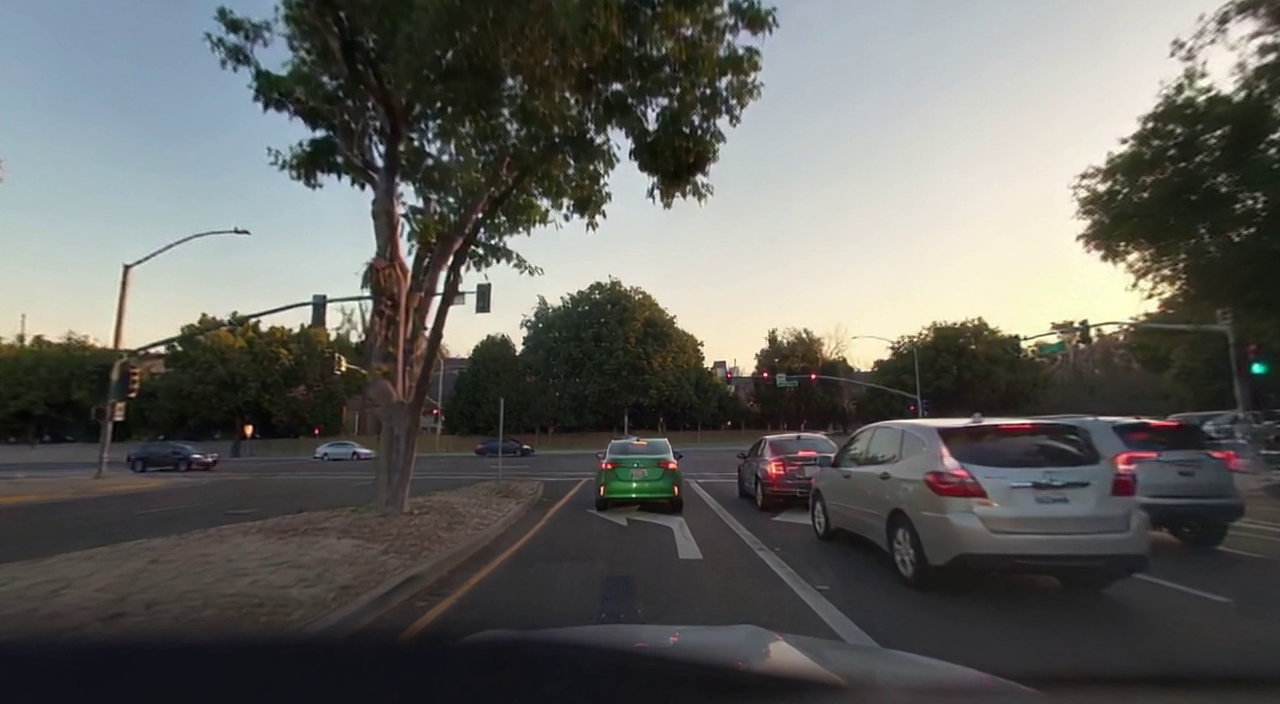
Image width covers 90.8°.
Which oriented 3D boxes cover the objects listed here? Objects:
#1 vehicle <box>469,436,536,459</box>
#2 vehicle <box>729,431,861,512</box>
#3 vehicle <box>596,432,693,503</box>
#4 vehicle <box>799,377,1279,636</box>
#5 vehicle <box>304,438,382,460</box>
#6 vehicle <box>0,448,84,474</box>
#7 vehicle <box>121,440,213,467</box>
[{"bbox_3d":[-9.144,6.379,42.210,4.076,1.498,2.175,1,-9,-4],"label":"vehicle"},{"bbox_3d":[3.180,2.554,13.968,1.861,1.479,4.371,0,-9,1],"label":"vehicle"},{"bbox_3d":[0.129,2.734,15.340,2.026,1.458,4.175,0,-9,1],"label":"vehicle"},{"bbox_3d":[3.439,1.438,6.938,2.111,1.780,4.990,0,-9,0],"label":"vehicle"},{"bbox_3d":[-21.335,7.005,45.500,4.670,1.542,1.861,-1,-9,6],"label":"vehicle"},{"bbox_3d":[-36.450,6.524,37.906,4.630,1.441,1.923,-1,-9,8],"label":"vehicle"},{"bbox_3d":[-30.126,6.473,40.292,4.517,1.637,1.935,-1,-9,8],"label":"vehicle"}]
